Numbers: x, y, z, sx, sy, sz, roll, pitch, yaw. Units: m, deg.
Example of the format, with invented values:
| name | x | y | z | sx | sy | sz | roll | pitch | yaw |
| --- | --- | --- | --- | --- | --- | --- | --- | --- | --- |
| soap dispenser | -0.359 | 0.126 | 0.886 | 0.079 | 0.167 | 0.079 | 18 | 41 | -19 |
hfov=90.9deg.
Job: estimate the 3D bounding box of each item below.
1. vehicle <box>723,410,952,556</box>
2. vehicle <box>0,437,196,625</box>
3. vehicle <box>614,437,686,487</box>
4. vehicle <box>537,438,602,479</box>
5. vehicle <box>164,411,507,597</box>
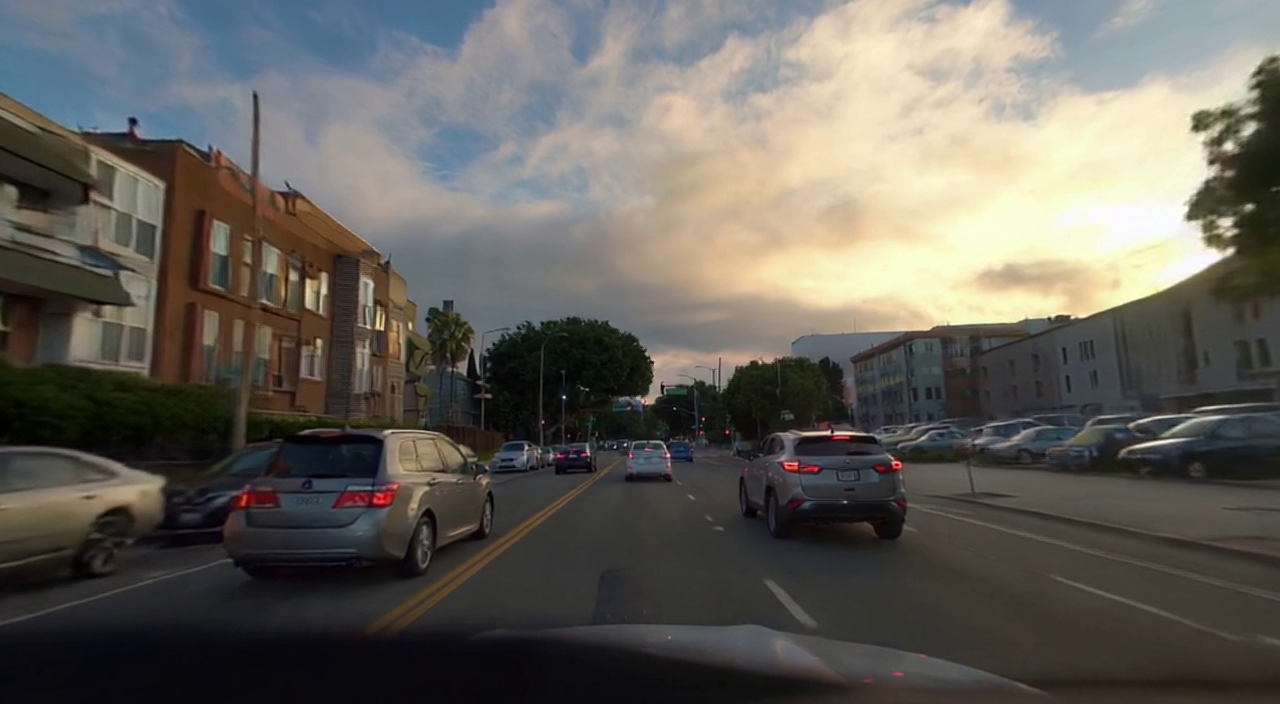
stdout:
| name | x | y | z | sx | sy | sz | roll | pitch | yaw |
| --- | --- | --- | --- | --- | --- | --- | --- | --- | --- |
| vehicle | 2.618 | 1.884 | 9.694 | 2.094 | 1.709 | 4.394 | 0 | -9 | 0 |
| vehicle | -5.934 | 1.396 | 4.895 | 1.797 | 1.462 | 4.218 | 0 | -9 | 2 |
| vehicle | 0.286 | 3.615 | 20.977 | 2.139 | 1.466 | 4.373 | 0 | -9 | 0 |
| vehicle | -2.768 | 4.312 | 25.751 | 2.019 | 1.507 | 4.643 | 0 | -9 | 1 |
| vehicle | -3.104 | 1.642 | 7.595 | 2.085 | 1.619 | 3.976 | 0 | -9 | 1 |
